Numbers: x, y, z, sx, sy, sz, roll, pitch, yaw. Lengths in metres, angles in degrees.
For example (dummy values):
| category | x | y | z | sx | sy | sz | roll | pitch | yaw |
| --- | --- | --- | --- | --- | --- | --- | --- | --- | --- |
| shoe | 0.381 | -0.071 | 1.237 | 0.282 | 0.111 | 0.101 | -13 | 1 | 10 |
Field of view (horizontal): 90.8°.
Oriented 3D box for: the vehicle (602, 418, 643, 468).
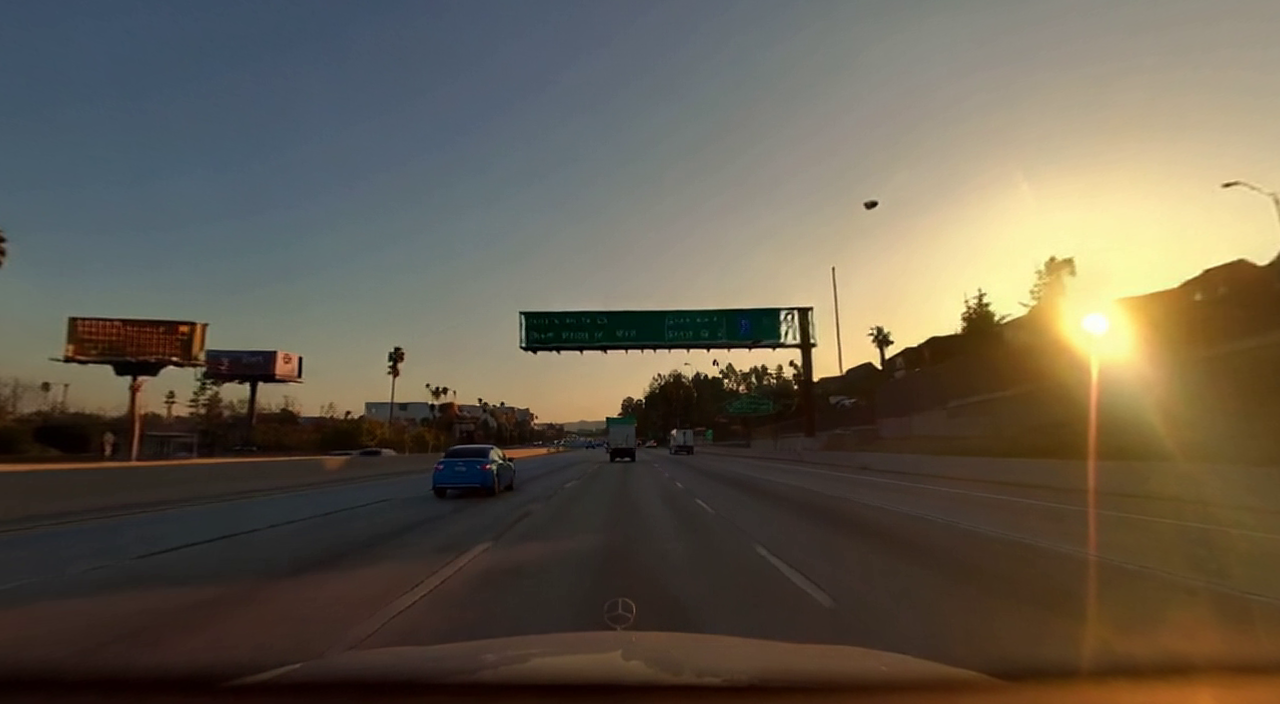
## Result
| category | x | y | z | sx | sy | sz | roll | pitch | yaw |
| --- | --- | --- | --- | --- | --- | --- | --- | --- | --- |
| vehicle | -1.122 | 5.807 | 40.286 | 2.364 | 2.953 | 6.495 | 0 | -8 | -2 |

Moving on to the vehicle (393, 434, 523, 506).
| category | x | y | z | sx | sy | sz | roll | pitch | yaw |
| --- | --- | --- | --- | --- | --- | --- | --- | --- | --- |
| vehicle | -4.545 | 3.012 | 16.667 | 2.021 | 1.598 | 4.887 | 0 | -8 | -1 |
